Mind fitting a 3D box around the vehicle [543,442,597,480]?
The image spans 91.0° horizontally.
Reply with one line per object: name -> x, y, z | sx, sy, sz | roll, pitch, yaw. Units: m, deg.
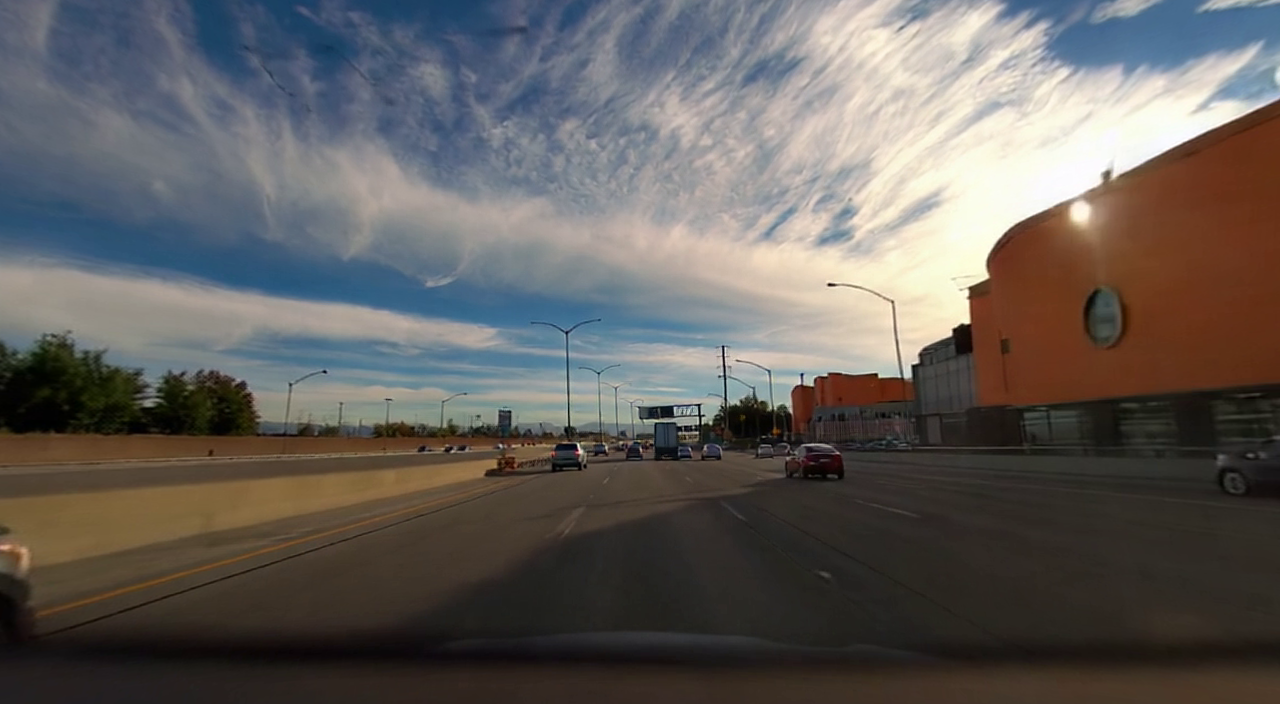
vehicle -> -2.984, 4.724, 27.640 | 1.929, 1.521, 4.097 | 0, -9, 0

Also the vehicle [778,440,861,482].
vehicle -> 7.089, 4.337, 25.385 | 1.980, 1.501, 4.433 | 0, -9, -1
